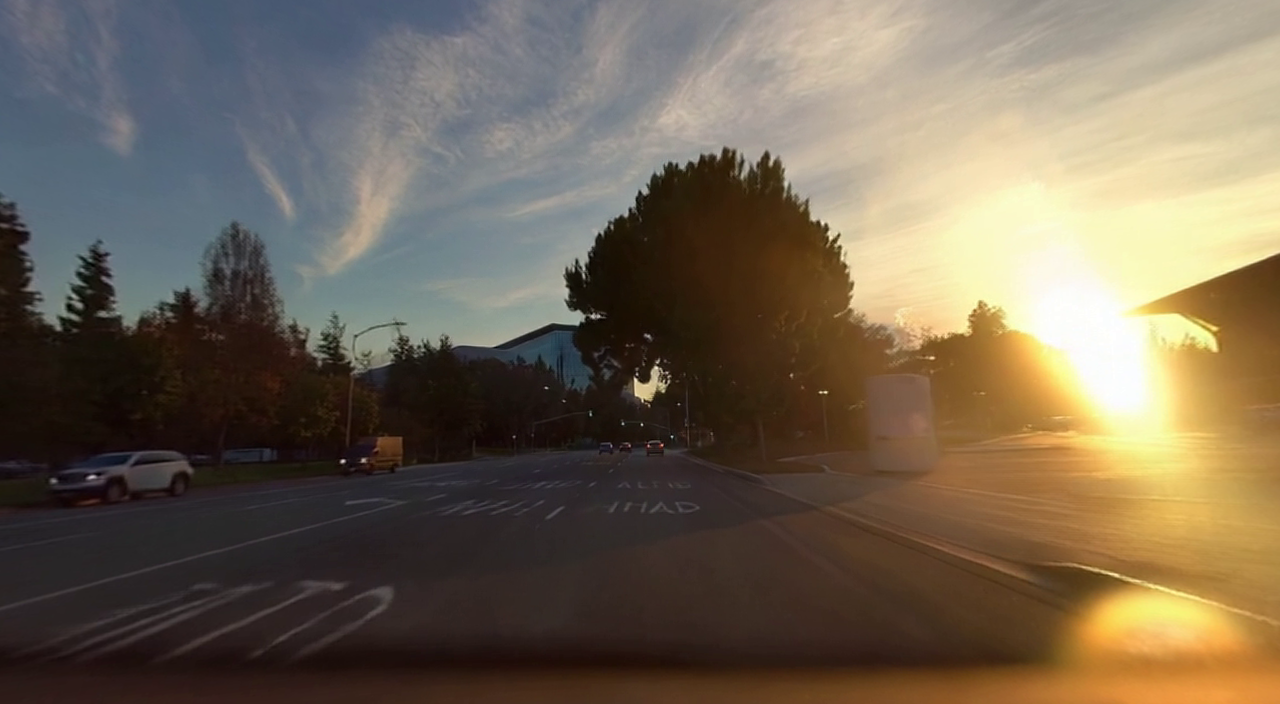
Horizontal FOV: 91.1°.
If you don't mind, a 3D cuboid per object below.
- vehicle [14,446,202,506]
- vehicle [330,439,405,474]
[{"bbox_3d":[-17.375,4.013,20.937,2.112,1.754,4.740,0,-8,-1],"label":"vehicle"},{"bbox_3d":[-17.258,6.630,40.126,2.331,2.109,5.400,0,-8,0],"label":"vehicle"}]
